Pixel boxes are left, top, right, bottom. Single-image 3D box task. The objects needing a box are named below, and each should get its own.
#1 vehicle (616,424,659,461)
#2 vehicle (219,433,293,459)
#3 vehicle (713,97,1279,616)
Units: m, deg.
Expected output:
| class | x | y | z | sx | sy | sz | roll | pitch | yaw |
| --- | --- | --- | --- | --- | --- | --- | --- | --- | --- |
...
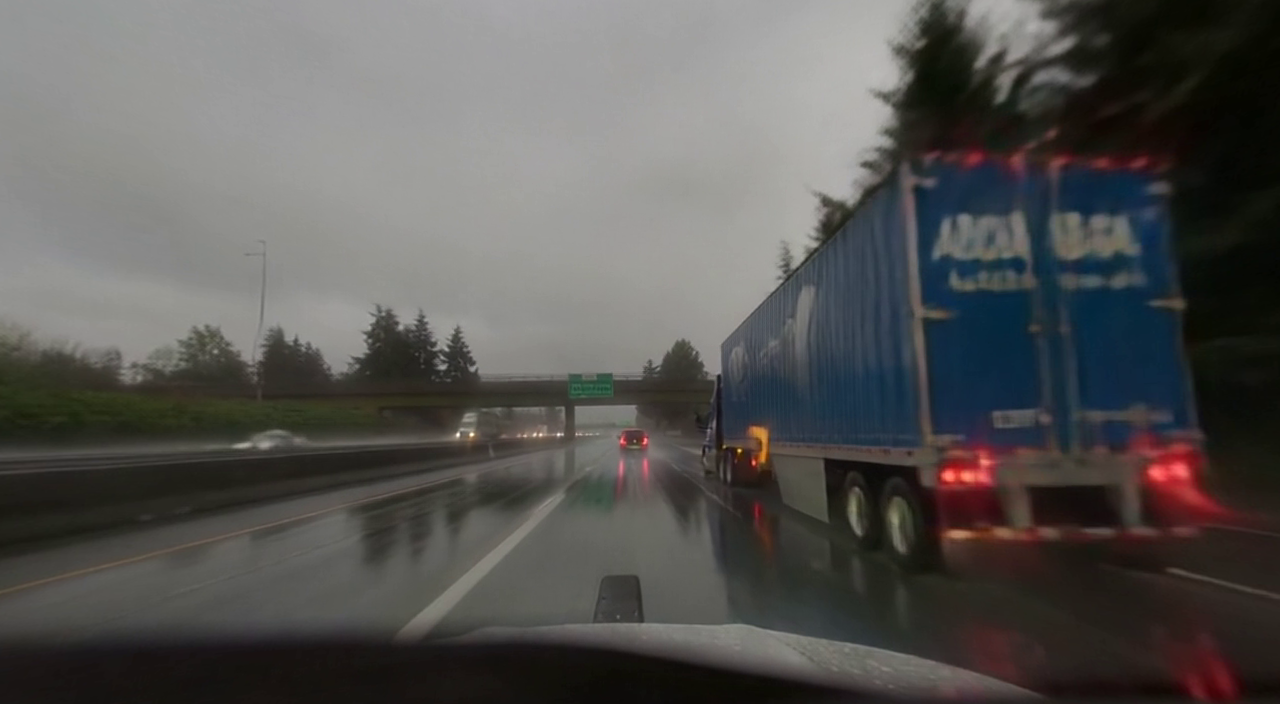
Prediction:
| class | x | y | z | sx | sy | sz | roll | pitch | yaw |
| --- | --- | --- | --- | --- | --- | --- | --- | --- | --- |
| vehicle | -0.182 | 5.078 | 35.508 | 2.277 | 1.913 | 4.510 | 0 | -8 | -1 |
| vehicle | -22.700 | 5.555 | 37.468 | 1.758 | 1.455 | 4.298 | 0 | -8 | -1 |
| vehicle | 3.873 | 0.862 | 11.858 | 2.987 | 4.021 | 14.105 | 0 | -8 | -1 |
